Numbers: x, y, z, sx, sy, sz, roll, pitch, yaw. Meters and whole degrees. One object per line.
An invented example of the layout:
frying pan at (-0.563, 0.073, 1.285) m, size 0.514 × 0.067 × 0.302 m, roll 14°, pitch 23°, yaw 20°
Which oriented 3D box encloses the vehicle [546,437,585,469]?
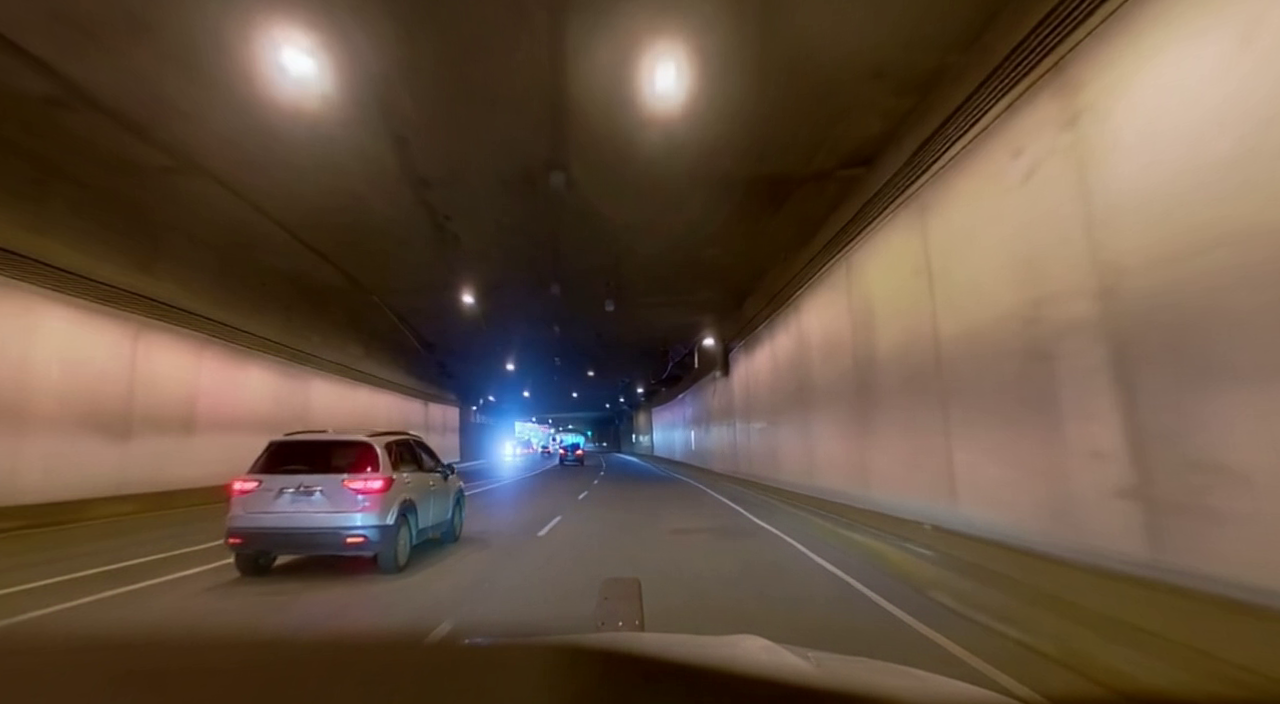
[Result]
vehicle at (-4.247, 5.828, 36.671) m, size 1.961 × 1.725 × 4.315 m, roll 0°, pitch -8°, yaw -3°
